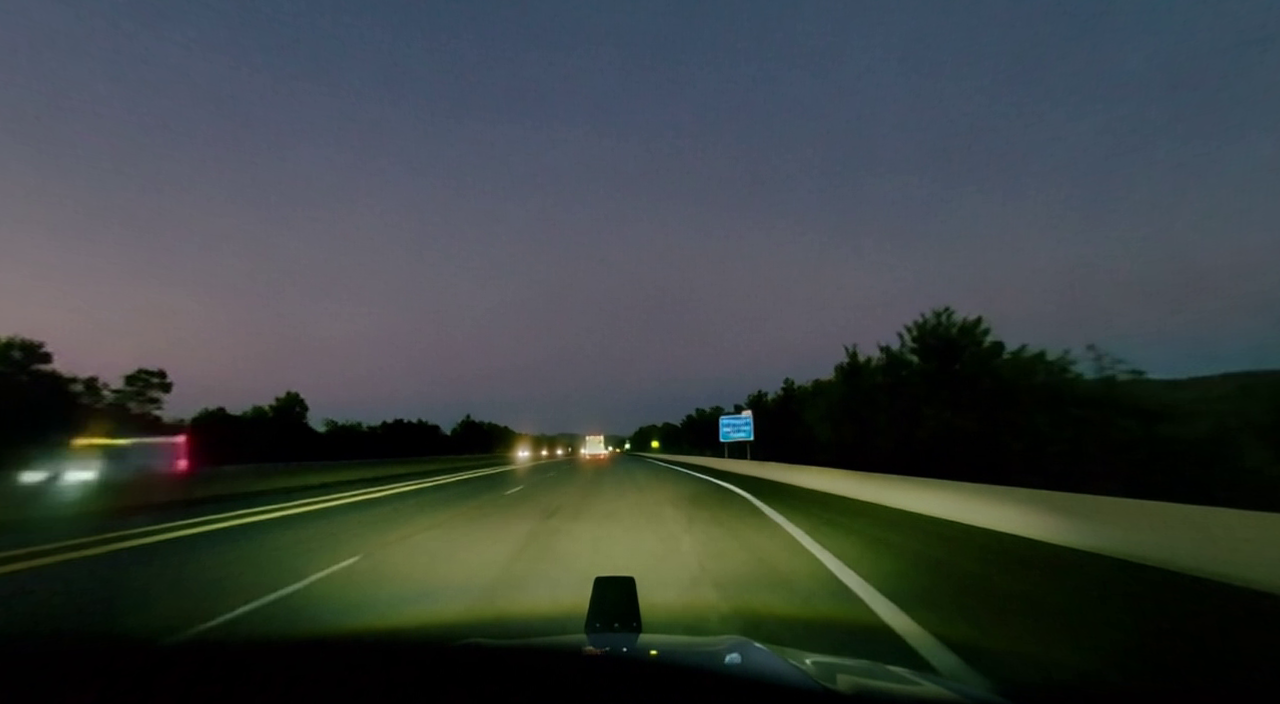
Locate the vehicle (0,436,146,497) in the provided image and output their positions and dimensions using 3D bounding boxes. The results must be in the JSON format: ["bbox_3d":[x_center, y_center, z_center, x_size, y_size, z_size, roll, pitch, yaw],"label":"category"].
[{"bbox_3d":[-19.044,3.740,20.808,1.982,1.775,4.245,0,-9,-3],"label":"vehicle"}]
